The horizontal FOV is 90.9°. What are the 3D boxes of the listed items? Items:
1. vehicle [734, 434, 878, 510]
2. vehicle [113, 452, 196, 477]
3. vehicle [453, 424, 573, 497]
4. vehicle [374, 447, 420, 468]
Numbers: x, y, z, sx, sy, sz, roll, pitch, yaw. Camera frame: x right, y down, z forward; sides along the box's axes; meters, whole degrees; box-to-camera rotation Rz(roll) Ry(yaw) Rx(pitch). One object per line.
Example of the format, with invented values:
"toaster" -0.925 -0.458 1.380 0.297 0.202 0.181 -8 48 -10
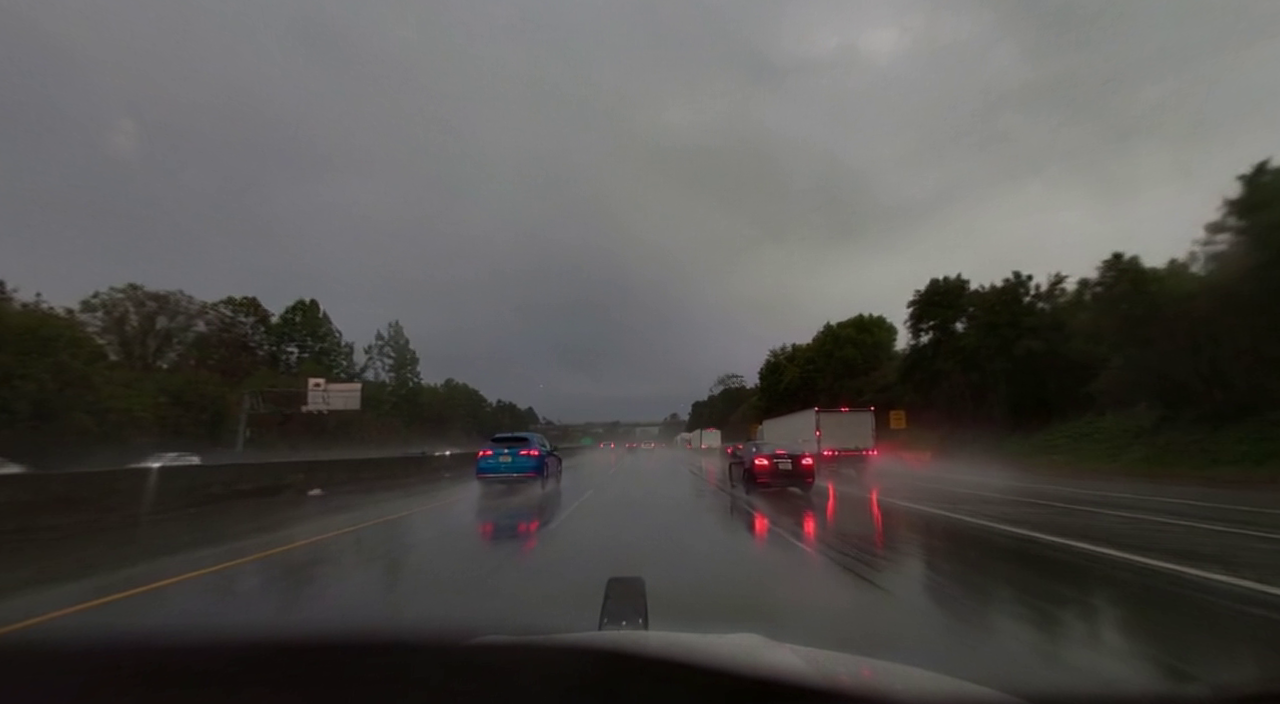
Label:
"vehicle" 3.635 2.737 14.862 2.080 1.493 4.674 0 -9 -1
"vehicle" -35.173 8.149 45.864 1.985 1.654 4.881 0 -9 3
"vehicle" -3.381 3.057 18.081 2.218 1.764 5.229 0 -9 2
"vehicle" -19.105 8.298 49.816 1.801 1.554 4.584 0 -9 0
